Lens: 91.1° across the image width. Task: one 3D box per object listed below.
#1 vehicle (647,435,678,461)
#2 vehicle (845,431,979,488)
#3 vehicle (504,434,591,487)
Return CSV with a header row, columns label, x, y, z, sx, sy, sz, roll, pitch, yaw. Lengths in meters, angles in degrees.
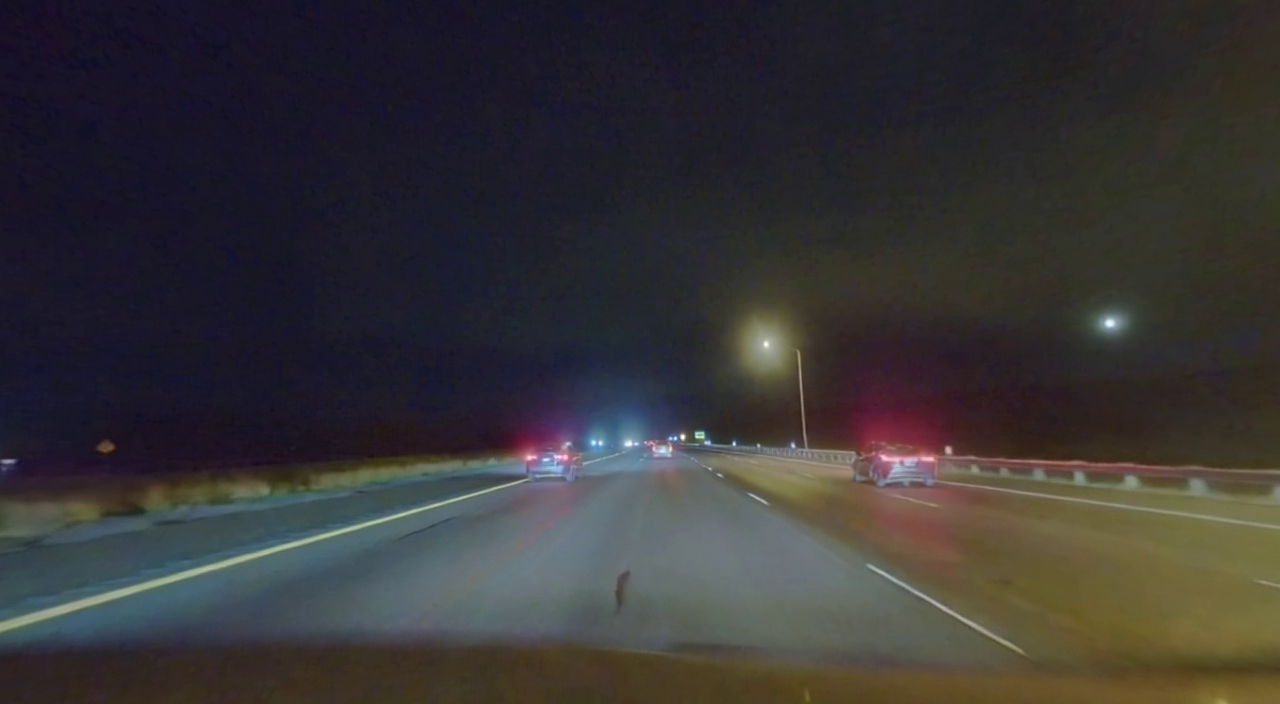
label,x,y,z,sx,sy,sz,roll,pitch,yaw
vehicle,1.542,6.680,43.679,2.063,1.698,4.355,0,-8,1
vehicle,8.012,3.216,19.119,1.870,1.493,5.015,0,-8,0
vehicle,-2.888,3.511,20.656,2.050,1.546,4.344,0,-8,2
